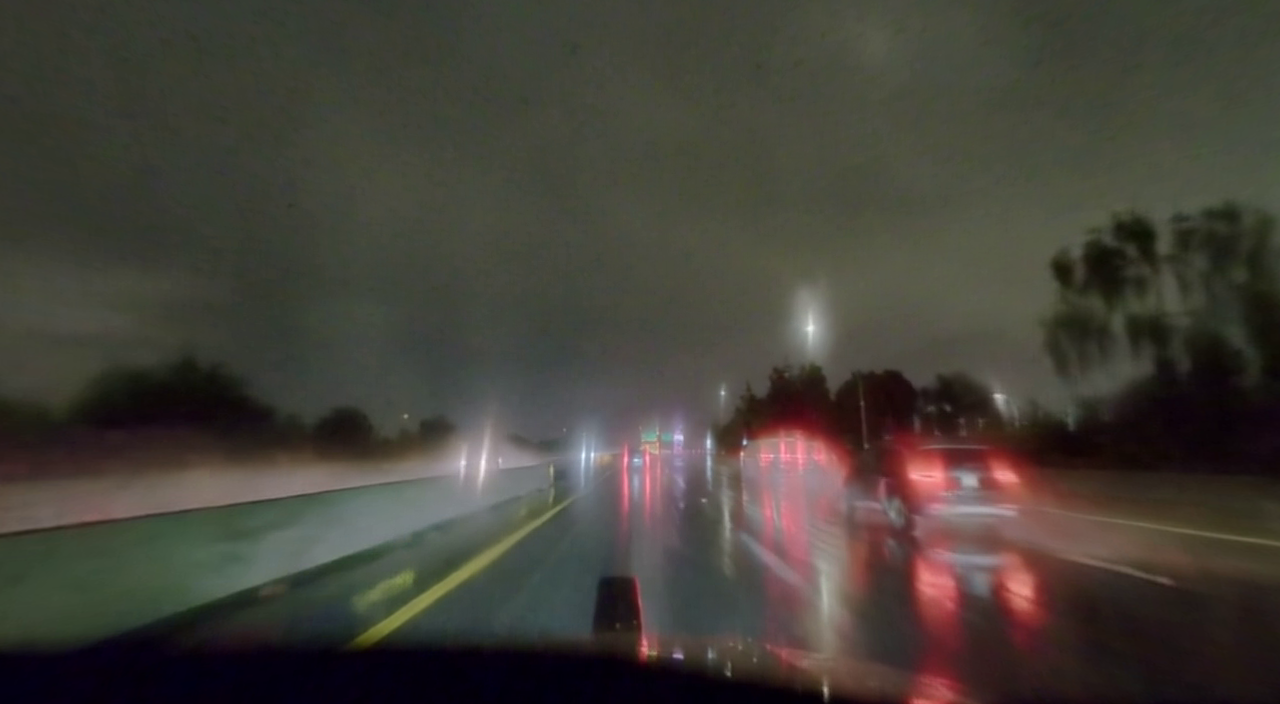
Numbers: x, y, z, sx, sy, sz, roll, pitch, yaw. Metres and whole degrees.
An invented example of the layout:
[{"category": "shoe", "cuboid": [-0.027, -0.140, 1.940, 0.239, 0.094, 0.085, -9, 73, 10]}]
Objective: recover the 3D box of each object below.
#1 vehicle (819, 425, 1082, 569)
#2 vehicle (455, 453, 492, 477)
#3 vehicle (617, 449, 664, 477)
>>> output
[{"category": "vehicle", "cuboid": [4.078, 1.959, 9.134, 1.969, 1.595, 3.964, -1, -9, 4]}, {"category": "vehicle", "cuboid": [-12.549, 8.521, 47.514, 1.992, 1.638, 4.416, 0, -9, -6]}, {"category": "vehicle", "cuboid": [0.073, 6.843, 38.870, 2.084, 1.594, 4.219, -2, -9, 12]}]
